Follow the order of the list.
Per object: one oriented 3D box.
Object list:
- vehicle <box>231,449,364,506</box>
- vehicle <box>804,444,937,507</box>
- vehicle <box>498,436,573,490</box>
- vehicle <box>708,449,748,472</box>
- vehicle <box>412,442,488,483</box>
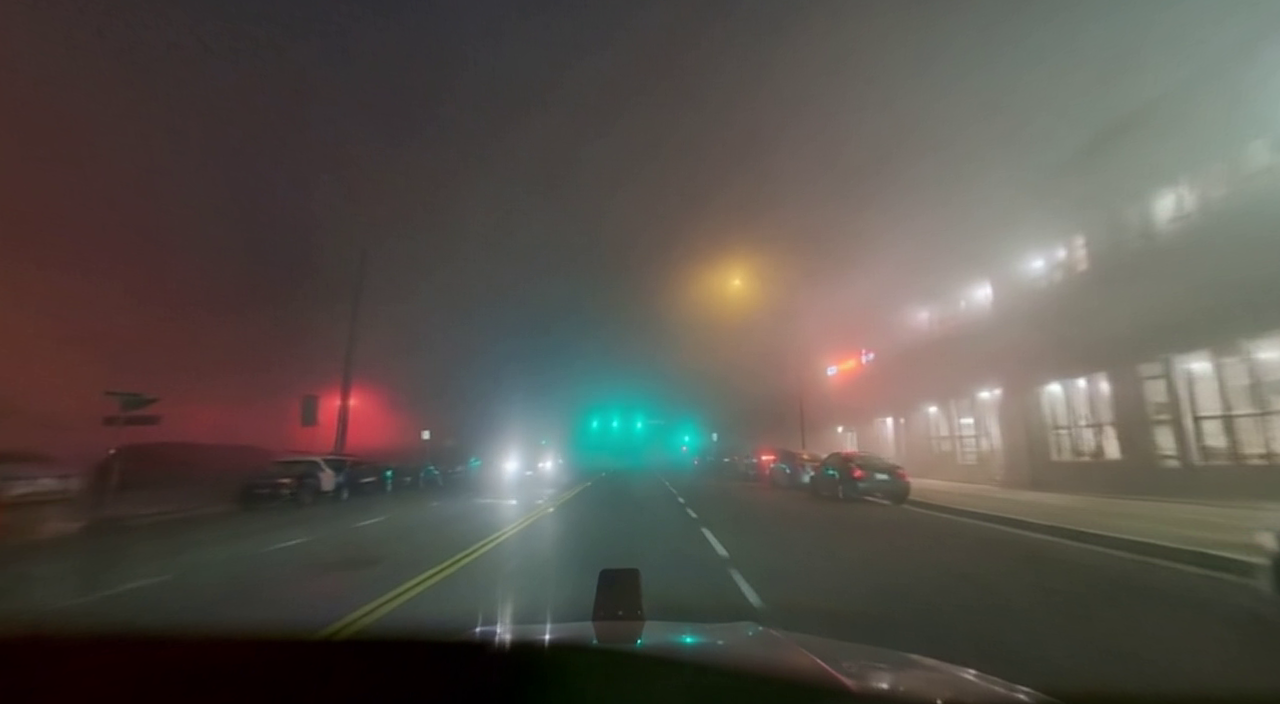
[{"bbox_3d":[-10.265,3.751,19.333,1.812,1.531,3.934,0,-8,1],"label":"vehicle"},{"bbox_3d":[6.117,3.293,17.458,1.837,1.482,4.706,0,-8,-1],"label":"vehicle"},{"bbox_3d":[-3.596,3.884,22.535,1.980,1.718,4.120,0,-8,0],"label":"vehicle"},{"bbox_3d":[6.034,7.506,43.863,1.902,1.484,4.714,0,-8,-2],"label":"vehicle"},{"bbox_3d":[-10.050,5.836,33.912,2.137,1.982,5.794,-1,-8,2],"label":"vehicle"}]
